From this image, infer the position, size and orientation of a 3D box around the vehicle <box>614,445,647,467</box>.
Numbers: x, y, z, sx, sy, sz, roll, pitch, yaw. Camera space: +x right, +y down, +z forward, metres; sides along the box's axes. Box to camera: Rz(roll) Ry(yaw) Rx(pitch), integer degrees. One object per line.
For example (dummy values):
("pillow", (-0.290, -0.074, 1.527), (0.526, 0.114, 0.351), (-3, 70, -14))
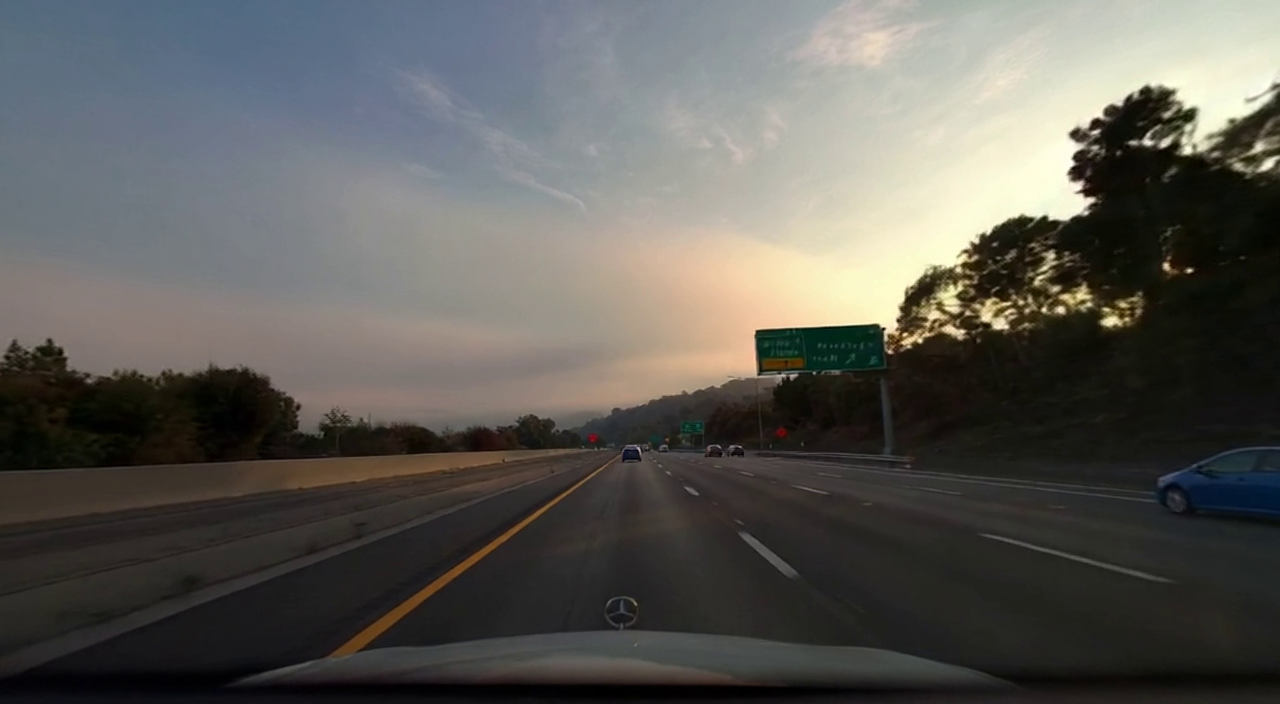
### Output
("vehicle", (-0.579, 6.614, 40.368), (2.004, 1.259, 3.781), (0, -8, 0))

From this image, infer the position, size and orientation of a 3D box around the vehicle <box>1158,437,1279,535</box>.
("vehicle", (10.814, 2.032, 9.470), (2.024, 1.481, 4.747), (0, -8, -1))
